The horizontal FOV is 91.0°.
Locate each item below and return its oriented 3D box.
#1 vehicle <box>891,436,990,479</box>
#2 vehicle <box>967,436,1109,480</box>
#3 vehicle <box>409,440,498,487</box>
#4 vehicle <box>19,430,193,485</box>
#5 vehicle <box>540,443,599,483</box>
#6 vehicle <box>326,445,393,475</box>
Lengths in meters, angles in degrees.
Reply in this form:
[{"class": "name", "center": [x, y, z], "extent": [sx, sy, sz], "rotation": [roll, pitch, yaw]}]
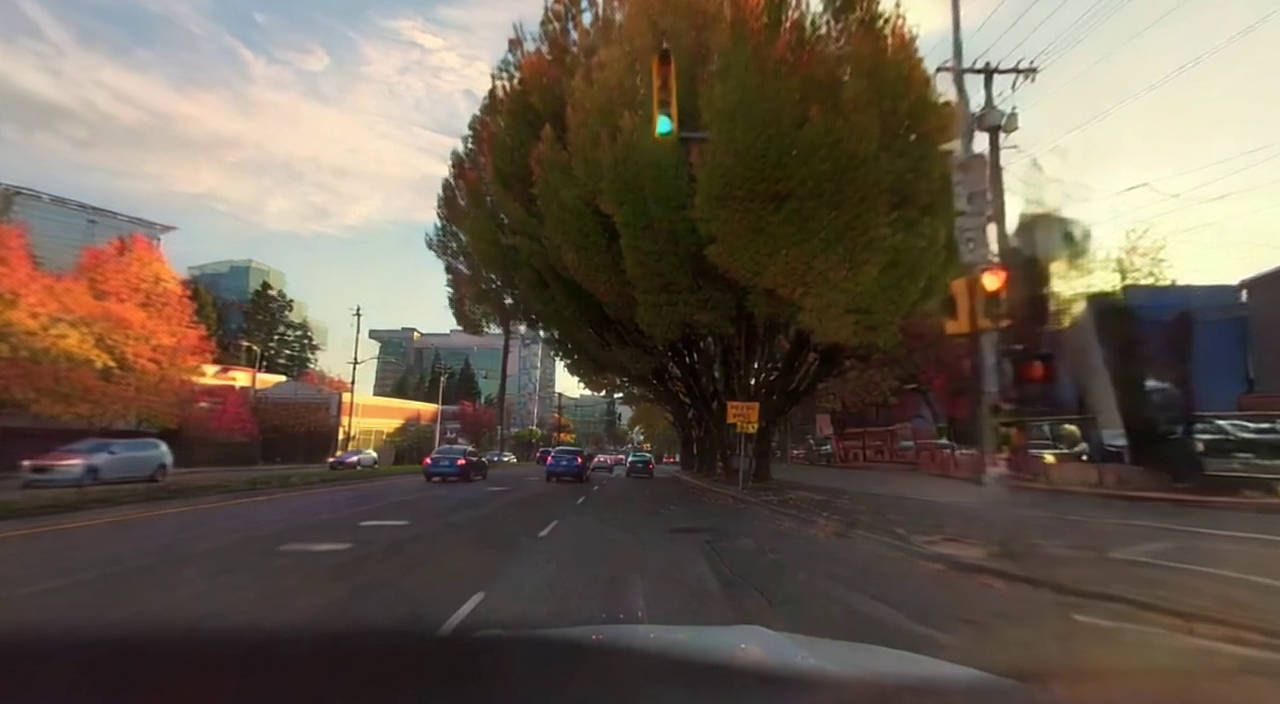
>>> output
[{"class": "vehicle", "center": [13.340, 4.660, 28.246], "extent": [1.862, 1.559, 3.959], "rotation": [-3, -6, -11]}, {"class": "vehicle", "center": [14.659, 3.918, 23.503], "extent": [1.826, 1.474, 4.254], "rotation": [3, -9, -16]}, {"class": "vehicle", "center": [-6.883, 4.154, 23.768], "extent": [1.932, 1.596, 4.247], "rotation": [0, -9, 1]}, {"class": "vehicle", "center": [-19.552, 3.897, 23.473], "extent": [2.118, 1.798, 4.923], "rotation": [1, -9, 0]}, {"class": "vehicle", "center": [-3.196, 5.142, 29.468], "extent": [2.085, 1.663, 4.513], "rotation": [0, -9, 2]}, {"class": "vehicle", "center": [-15.589, 5.999, 35.227], "extent": [1.843, 1.520, 3.995], "rotation": [0, -9, 1]}]
